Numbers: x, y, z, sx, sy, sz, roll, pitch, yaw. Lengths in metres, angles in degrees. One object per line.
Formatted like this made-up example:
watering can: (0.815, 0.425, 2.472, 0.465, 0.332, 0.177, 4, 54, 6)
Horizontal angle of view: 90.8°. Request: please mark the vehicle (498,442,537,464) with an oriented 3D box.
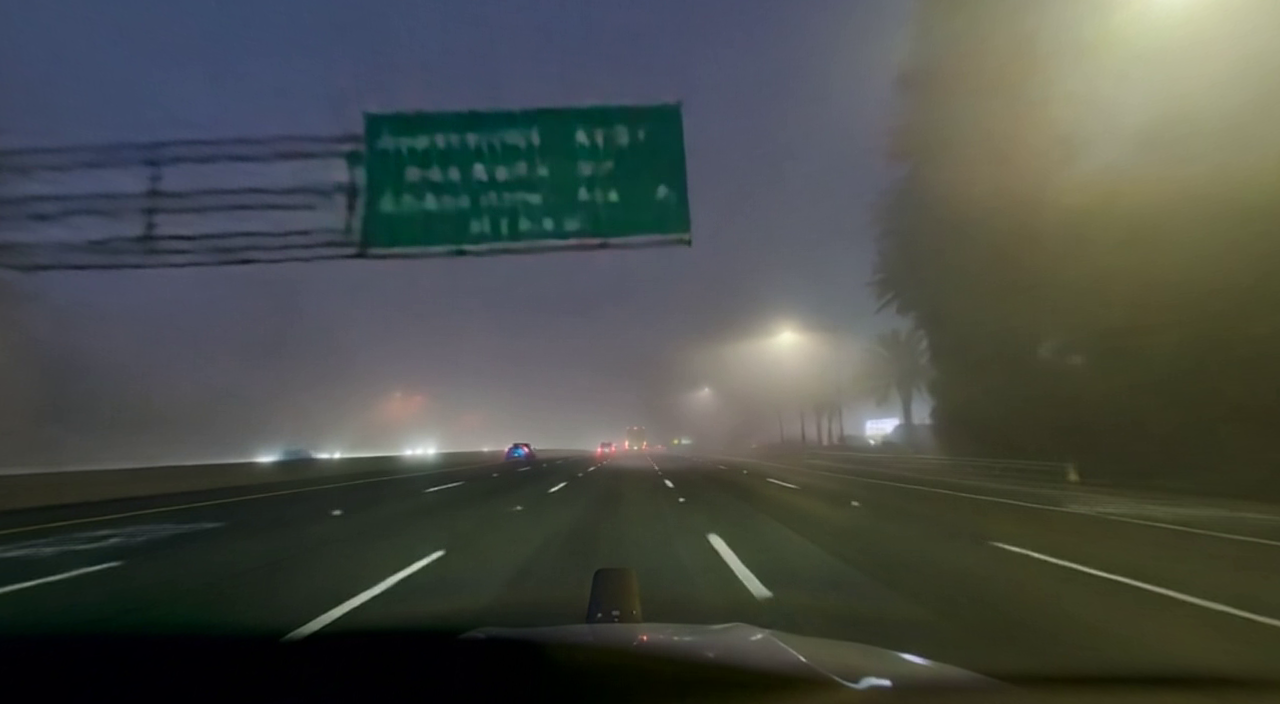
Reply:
vehicle: (-8.831, 7.350, 46.037, 1.971, 1.552, 4.465, 0, -9, 0)
